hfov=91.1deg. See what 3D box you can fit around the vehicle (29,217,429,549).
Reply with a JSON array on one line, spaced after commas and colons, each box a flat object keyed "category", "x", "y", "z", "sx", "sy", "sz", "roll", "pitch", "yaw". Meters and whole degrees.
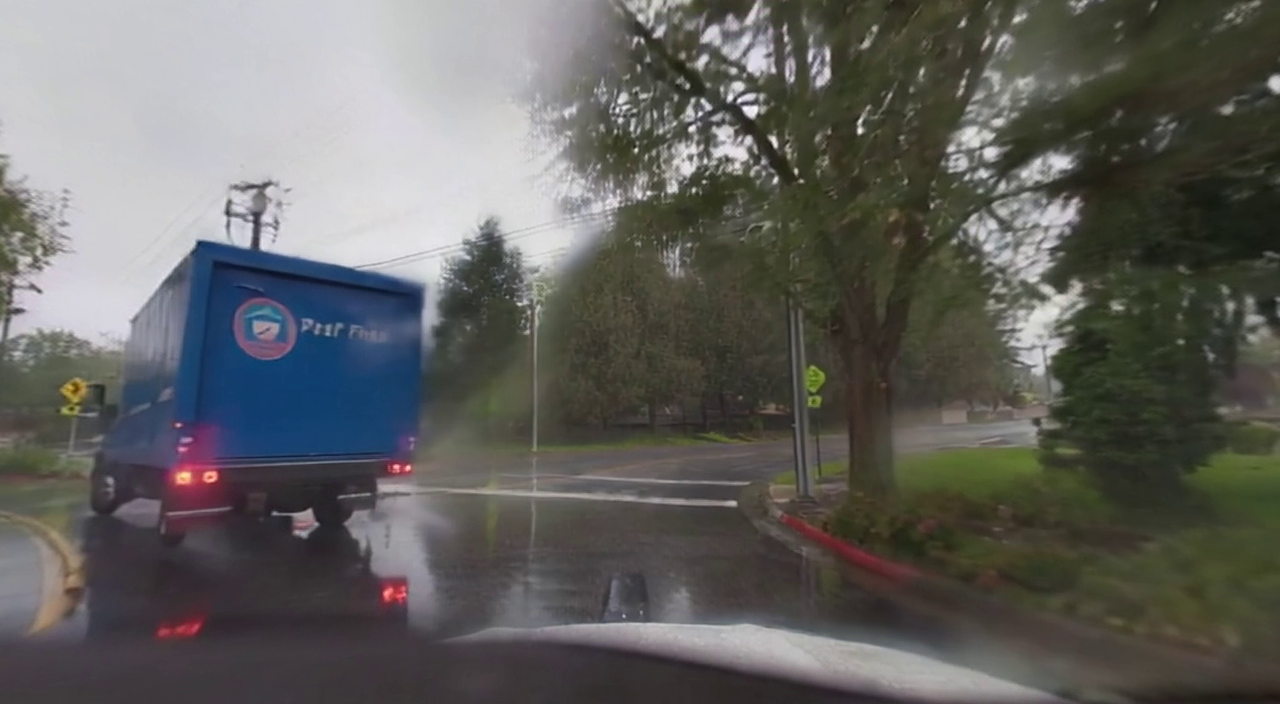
[{"category": "vehicle", "x": -7.467, "y": 0.842, "z": 10.489, "sx": 9.680, "sy": 3.326, "sz": 2.838, "roll": -7, "pitch": -11, "yaw": 41}]
